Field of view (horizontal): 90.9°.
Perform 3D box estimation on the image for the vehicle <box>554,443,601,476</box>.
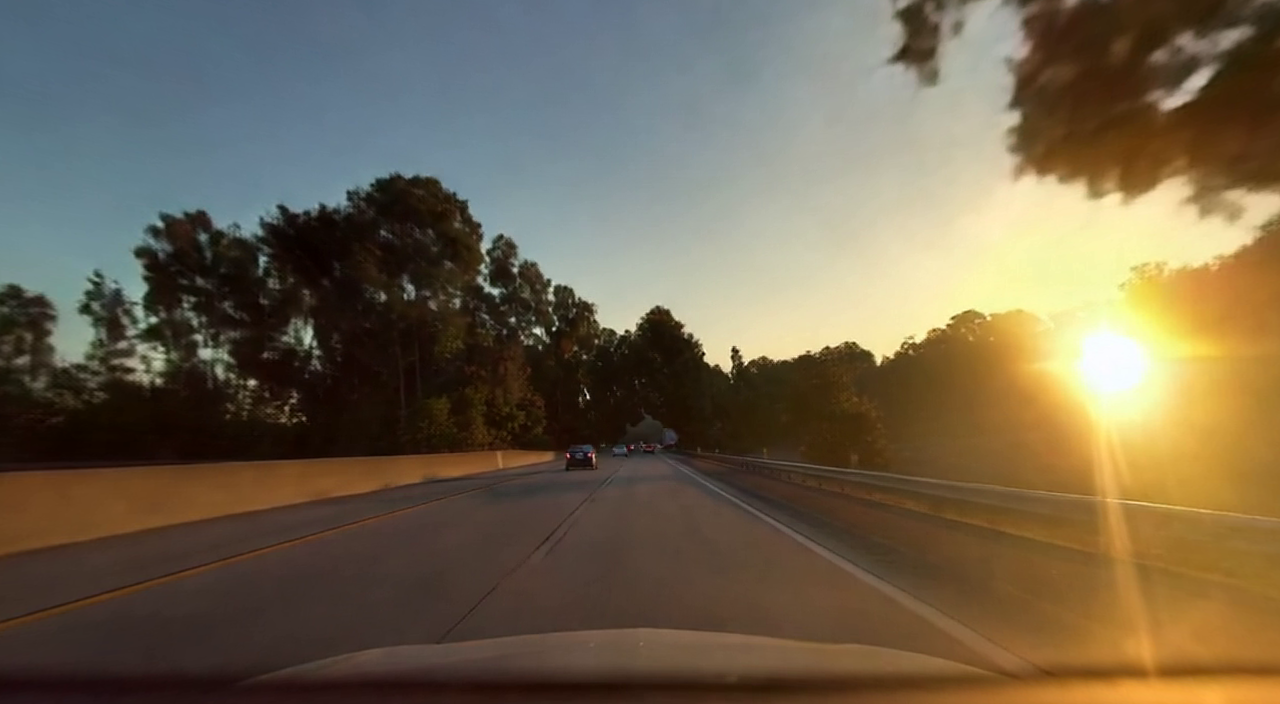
[{"bbox_3d":[-3.161,5.519,32.549,2.025,1.571,3.662,0,-9,1],"label":"vehicle"}]
